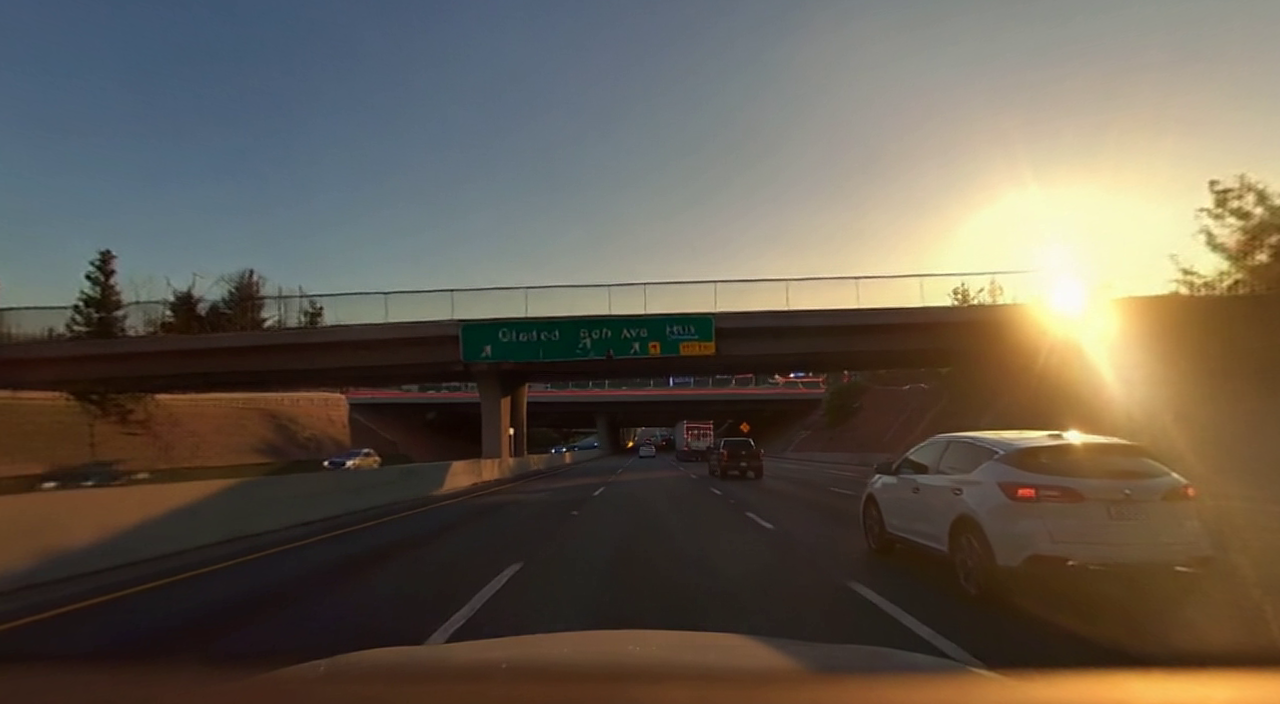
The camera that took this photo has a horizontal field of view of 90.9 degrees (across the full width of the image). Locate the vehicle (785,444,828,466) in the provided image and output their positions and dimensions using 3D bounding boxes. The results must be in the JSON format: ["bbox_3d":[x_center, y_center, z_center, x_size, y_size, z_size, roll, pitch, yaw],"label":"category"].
[{"bbox_3d":[11.717,7.260,44.711,1.926,1.451,3.936,0,-8,-1],"label":"vehicle"}]

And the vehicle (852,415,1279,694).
[{"bbox_3d":[3.628,1.415,5.669,1.902,1.481,4.451,0,-8,0],"label":"vehicle"}]

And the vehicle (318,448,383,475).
[{"bbox_3d":[-22.525,8.515,49.353,2.242,1.896,5.776,0,-8,1],"label":"vehicle"}]

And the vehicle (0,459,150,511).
[{"bbox_3d":[-19.393,4.439,21.487,1.894,1.499,4.357,0,-8,0],"label":"vehicle"}]

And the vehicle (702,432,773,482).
[{"bbox_3d":[3.850,4.249,25.817,2.086,1.858,4.737,0,-8,-1],"label":"vehicle"}]
